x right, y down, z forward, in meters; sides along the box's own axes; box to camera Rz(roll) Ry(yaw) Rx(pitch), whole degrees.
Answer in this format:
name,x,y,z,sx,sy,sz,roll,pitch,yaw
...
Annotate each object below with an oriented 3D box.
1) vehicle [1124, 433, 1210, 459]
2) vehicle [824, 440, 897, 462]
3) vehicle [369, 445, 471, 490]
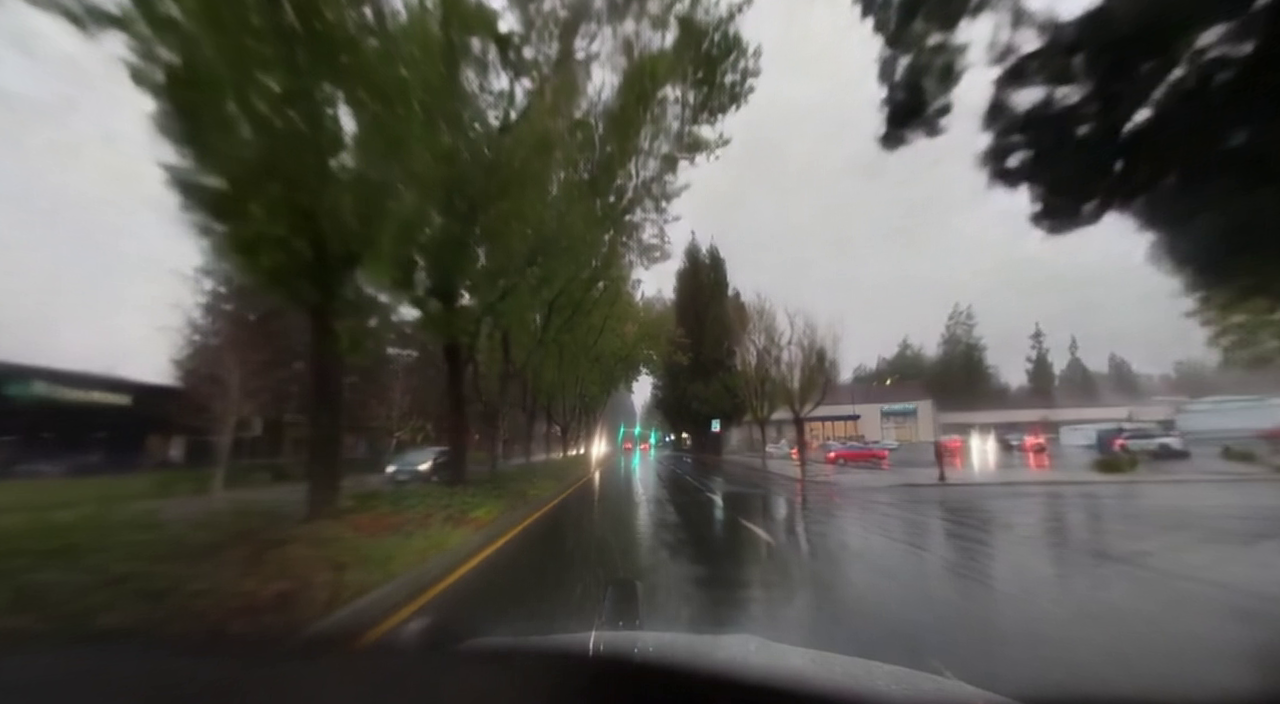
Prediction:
name,x,y,z,sx,sy,sz,roll,pitch,yaw
vehicle,31.678,5.645,38.142,1.739,1.473,3.844,0,-8,-3
vehicle,16.676,7.512,47.934,4.665,1.570,2.080,0,-8,-1
vehicle,-7.815,4.114,22.965,1.969,1.462,4.425,-1,-8,2
